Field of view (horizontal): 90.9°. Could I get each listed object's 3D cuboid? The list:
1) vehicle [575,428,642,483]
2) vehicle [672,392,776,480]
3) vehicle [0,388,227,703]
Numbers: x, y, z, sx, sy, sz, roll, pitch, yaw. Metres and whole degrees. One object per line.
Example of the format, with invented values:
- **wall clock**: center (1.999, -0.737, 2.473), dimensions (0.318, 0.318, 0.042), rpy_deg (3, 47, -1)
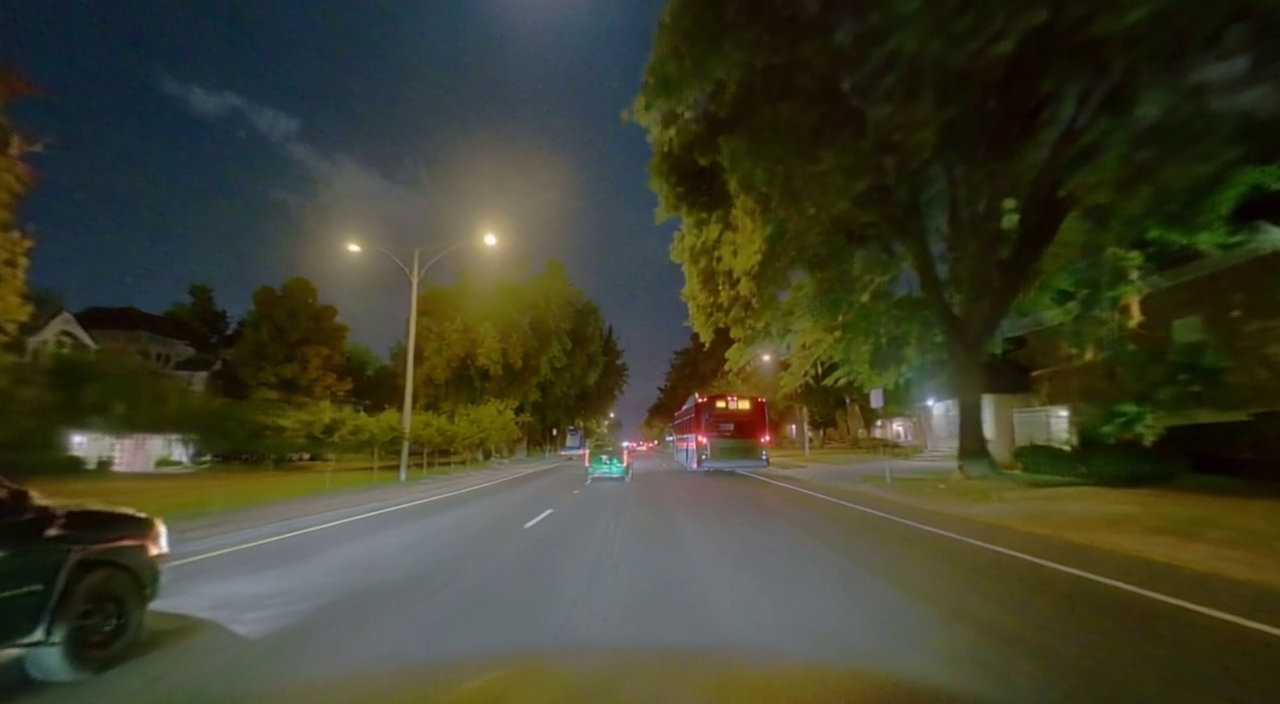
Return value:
- **vehicle**: center (-1.066, 3.921, 24.082), dimensions (2.074, 1.849, 5.137), rpy_deg (0, -8, 2)
- **vehicle**: center (3.443, 4.053, 29.855), dimensions (3.059, 3.264, 12.623), rpy_deg (0, -8, -1)
- **vehicle**: center (-3.986, 0.829, 2.081), dimensions (2.109, 1.543, 4.535), rpy_deg (0, -8, 1)
